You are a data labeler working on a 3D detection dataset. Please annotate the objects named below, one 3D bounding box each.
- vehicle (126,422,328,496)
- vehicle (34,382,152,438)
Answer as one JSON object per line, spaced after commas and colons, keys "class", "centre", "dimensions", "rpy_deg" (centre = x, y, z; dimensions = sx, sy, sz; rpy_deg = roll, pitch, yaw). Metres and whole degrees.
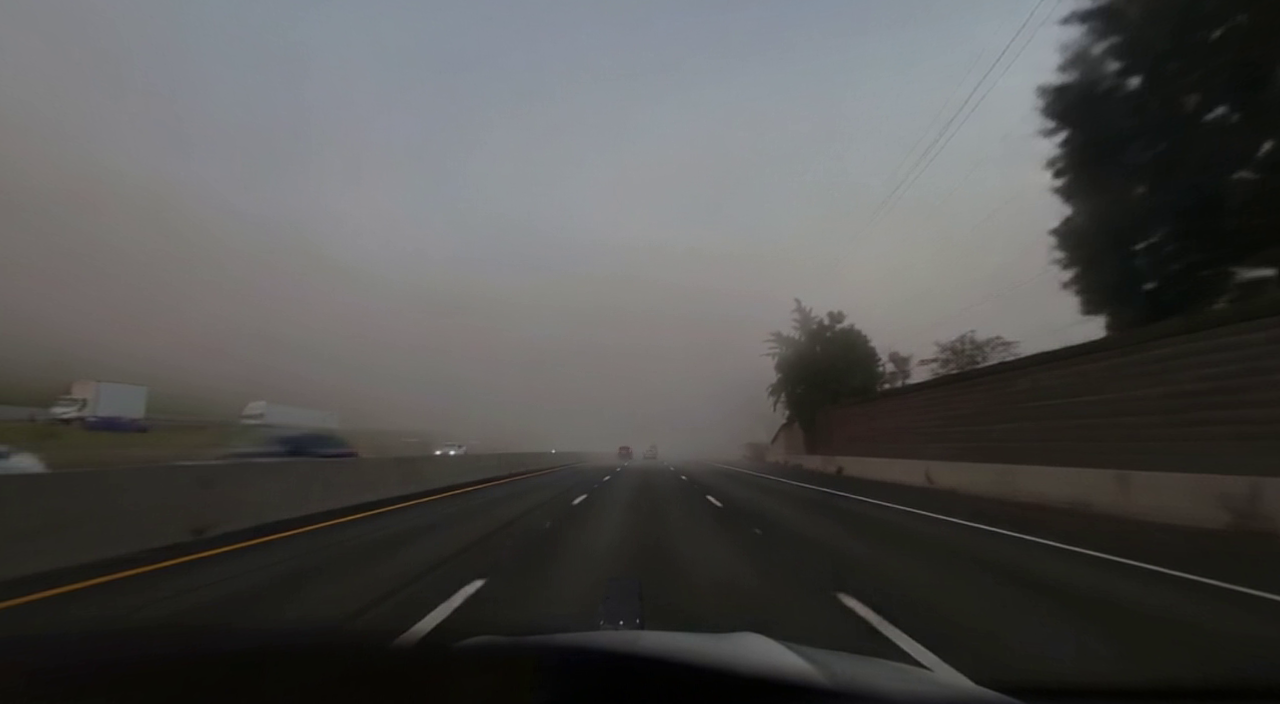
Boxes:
{"class": "vehicle", "centre": [-11.147, 2.958, 17.678], "dimensions": [2.142, 1.737, 5.107], "rpy_deg": [0, -9, 1]}
{"class": "vehicle", "centre": [-39.182, 4.315, 45.514], "dimensions": [2.865, 3.637, 5.970], "rpy_deg": [0, -9, 1]}
